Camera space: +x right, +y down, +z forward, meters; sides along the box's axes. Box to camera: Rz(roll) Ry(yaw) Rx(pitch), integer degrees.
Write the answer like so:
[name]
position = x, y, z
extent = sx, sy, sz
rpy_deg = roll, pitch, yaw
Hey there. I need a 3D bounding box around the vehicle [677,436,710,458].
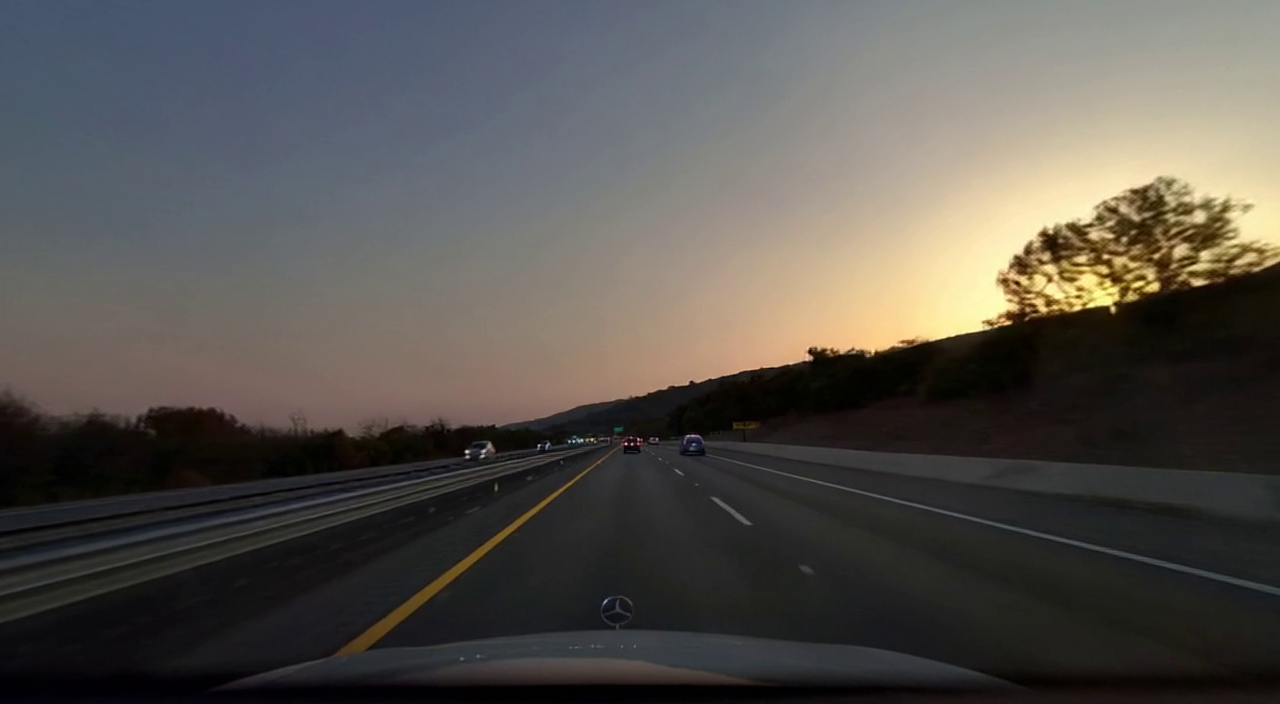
[vehicle]
position = 3.786, 6.809, 45.354
extent = 1.995, 1.490, 3.857
rpy_deg = 0, -8, -1
